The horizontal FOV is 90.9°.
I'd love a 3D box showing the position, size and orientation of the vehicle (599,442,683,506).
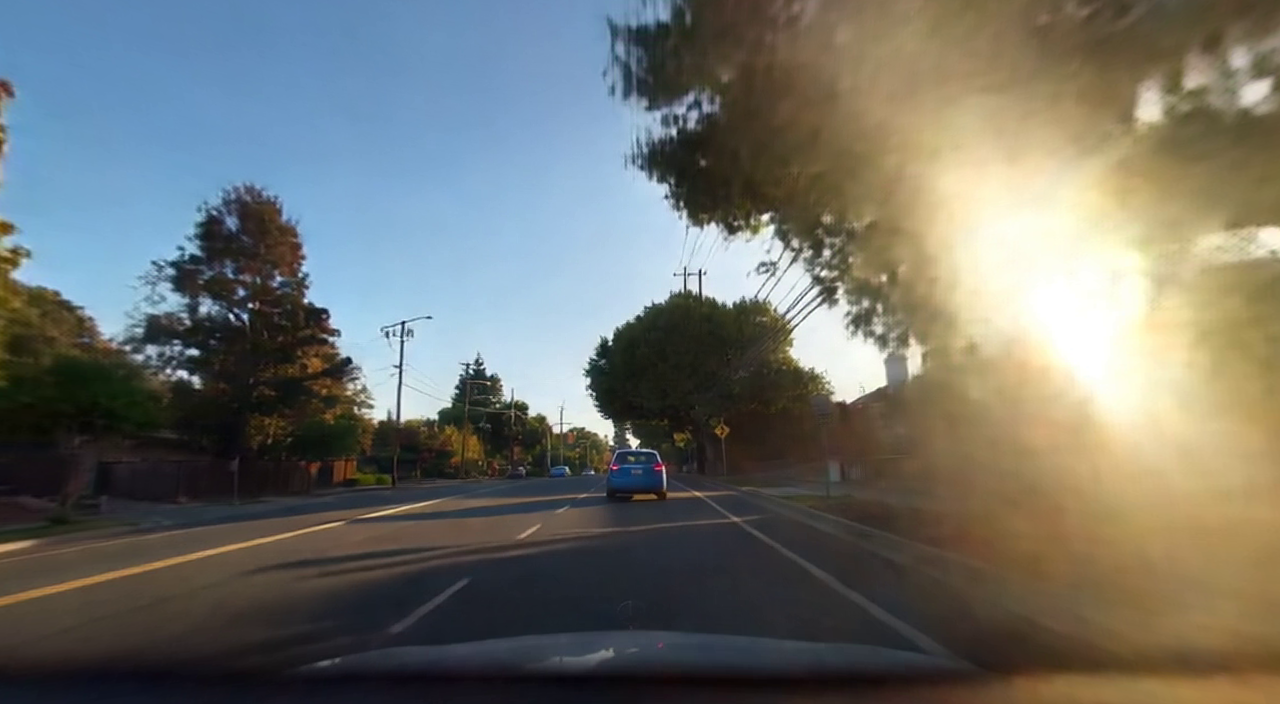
[{"bbox_3d":[0.011,3.499,18.611,2.200,1.653,4.127,0,-8,0],"label":"vehicle"}]
